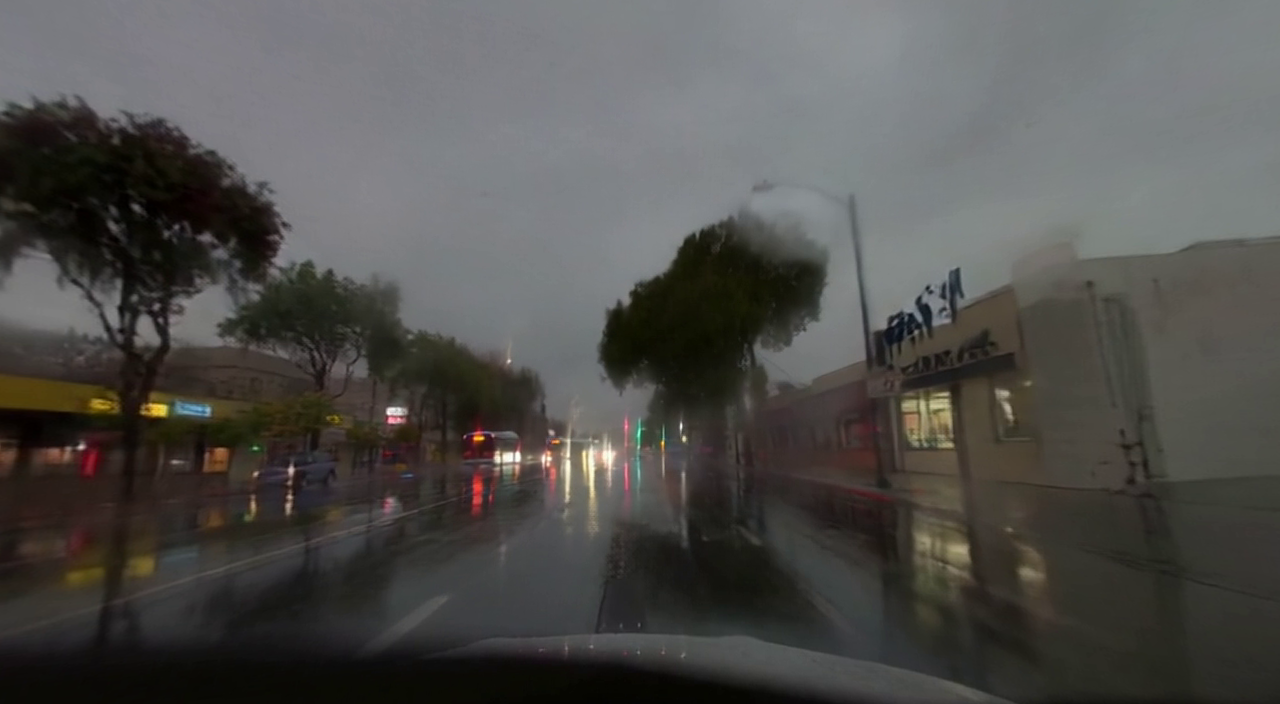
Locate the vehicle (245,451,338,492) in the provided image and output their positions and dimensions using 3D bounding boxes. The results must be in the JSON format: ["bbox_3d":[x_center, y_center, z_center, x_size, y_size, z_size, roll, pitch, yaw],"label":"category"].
[{"bbox_3d":[-17.239,5.908,31.465,1.896,1.844,4.620,0,-9,1],"label":"vehicle"}]
